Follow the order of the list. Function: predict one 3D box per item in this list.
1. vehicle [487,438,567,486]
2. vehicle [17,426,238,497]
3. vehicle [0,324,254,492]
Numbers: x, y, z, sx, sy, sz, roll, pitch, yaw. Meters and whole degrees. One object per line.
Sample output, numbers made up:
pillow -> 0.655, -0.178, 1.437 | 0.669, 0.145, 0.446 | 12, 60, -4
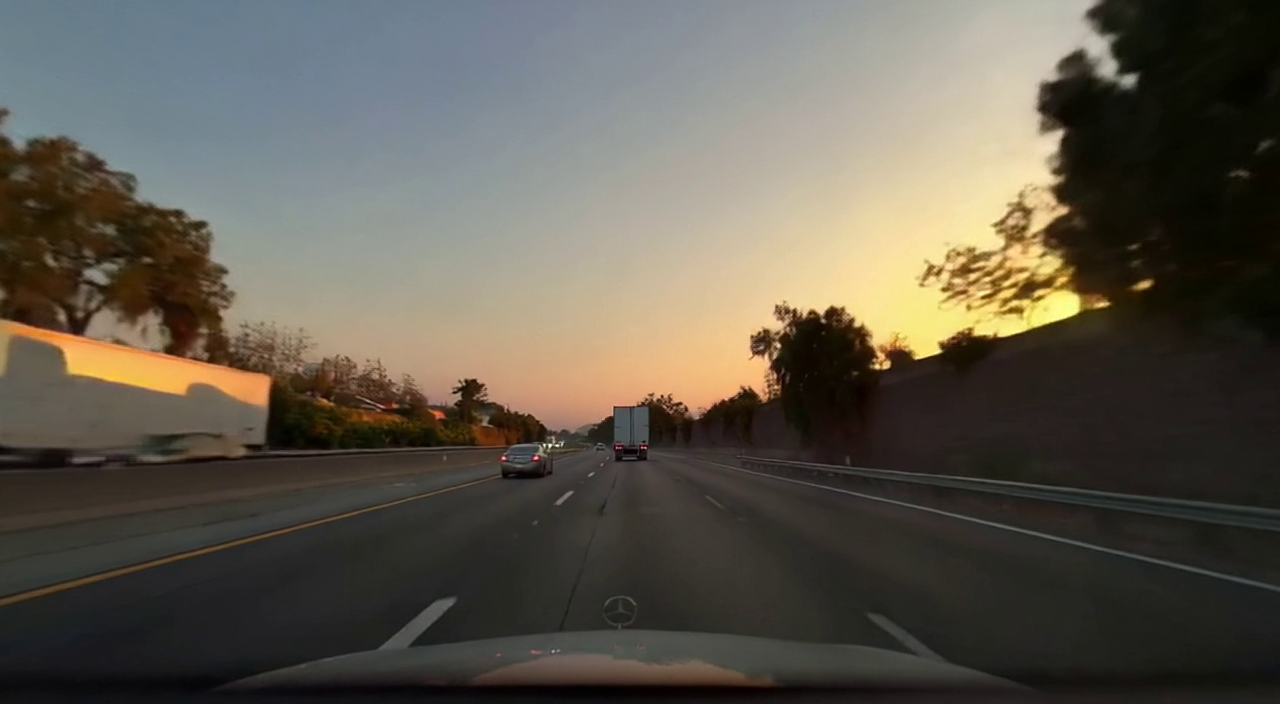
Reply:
vehicle -> -3.978, 3.962, 22.862 | 2.057, 1.519, 4.372 | -1, -9, 1
vehicle -> -13.010, 2.805, 16.415 | 2.004, 1.564, 4.488 | 0, -9, -1
vehicle -> -17.312, 1.891, 18.685 | 2.937, 4.088, 14.102 | 0, -9, -1
